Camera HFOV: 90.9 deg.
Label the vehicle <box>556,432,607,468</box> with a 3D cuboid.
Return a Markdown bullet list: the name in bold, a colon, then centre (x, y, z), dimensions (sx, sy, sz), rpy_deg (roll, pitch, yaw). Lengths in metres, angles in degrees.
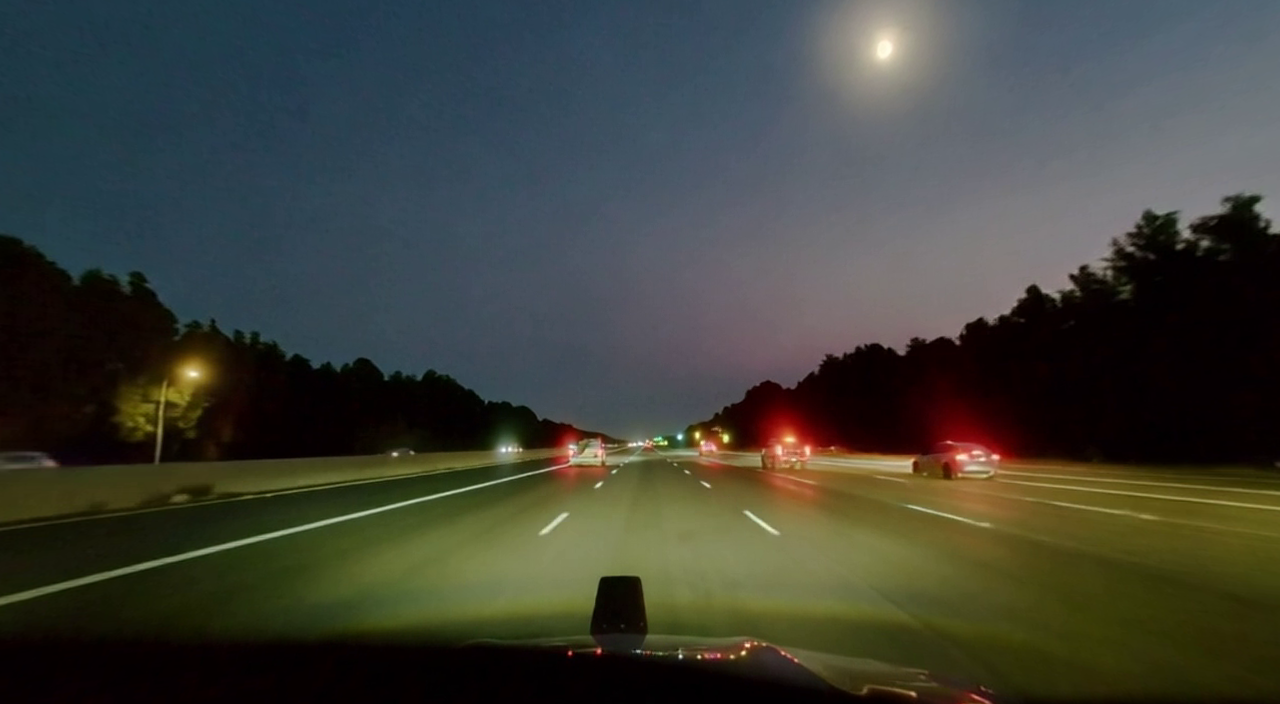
- **vehicle**: centre (-3.307, 5.698, 36.835), dimensions (2.453, 1.952, 5.320), rpy_deg (0, -8, 1)

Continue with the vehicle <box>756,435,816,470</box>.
- **vehicle**: centre (7.547, 5.247, 33.090), dimensions (2.063, 1.706, 4.259), rpy_deg (0, -8, -1)
